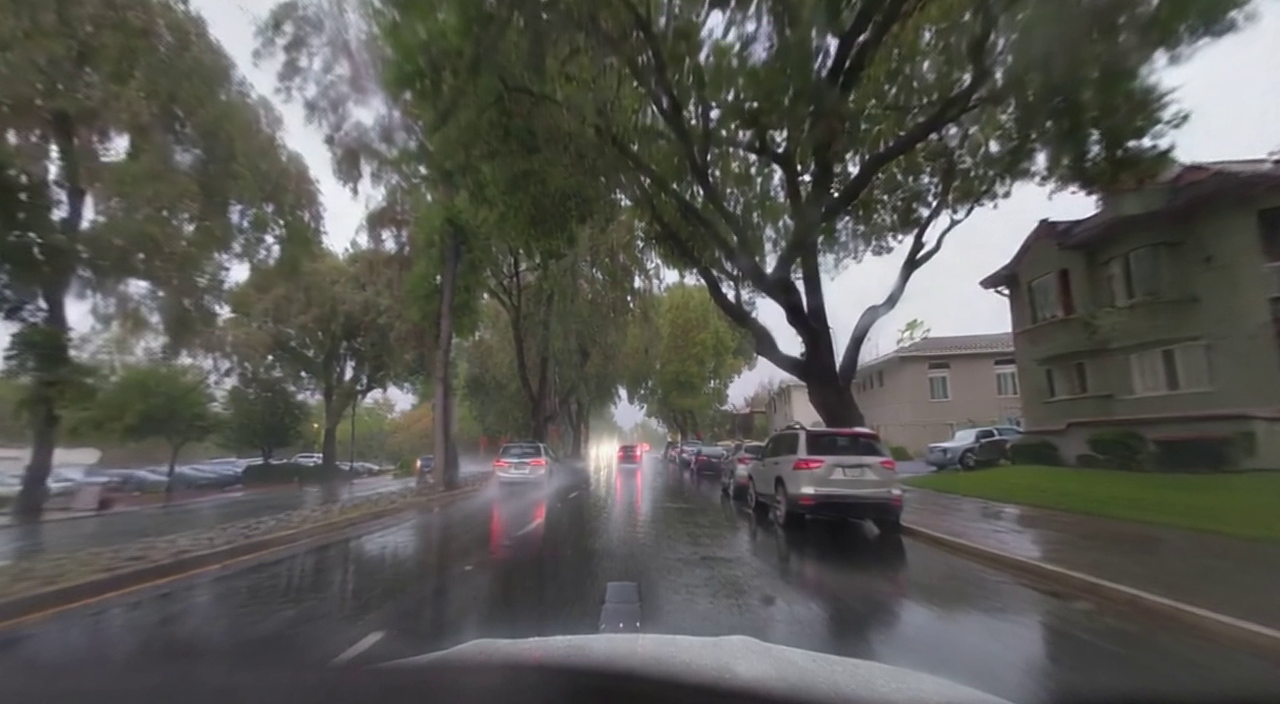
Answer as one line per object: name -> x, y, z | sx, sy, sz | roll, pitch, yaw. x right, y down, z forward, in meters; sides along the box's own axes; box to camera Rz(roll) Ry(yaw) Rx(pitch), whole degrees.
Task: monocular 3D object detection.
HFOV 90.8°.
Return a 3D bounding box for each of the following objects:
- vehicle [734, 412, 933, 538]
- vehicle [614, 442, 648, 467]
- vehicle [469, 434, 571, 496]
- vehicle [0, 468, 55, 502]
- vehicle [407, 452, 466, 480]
vehicle -> 3.243, 2.225, 12.077 | 2.090, 1.839, 5.495 | 0, -9, 0
vehicle -> -0.555, 6.703, 41.445 | 2.142, 1.548, 4.273 | 0, -9, 0
vehicle -> -3.495, 3.410, 19.434 | 2.129, 1.668, 4.722 | 0, -9, 1
vehicle -> -38.381, 7.969, 37.883 | 2.093, 1.866, 4.589 | -9, -12, 44
vehicle -> -11.919, 6.687, 37.309 | 2.167, 1.497, 4.256 | 0, -9, -1
